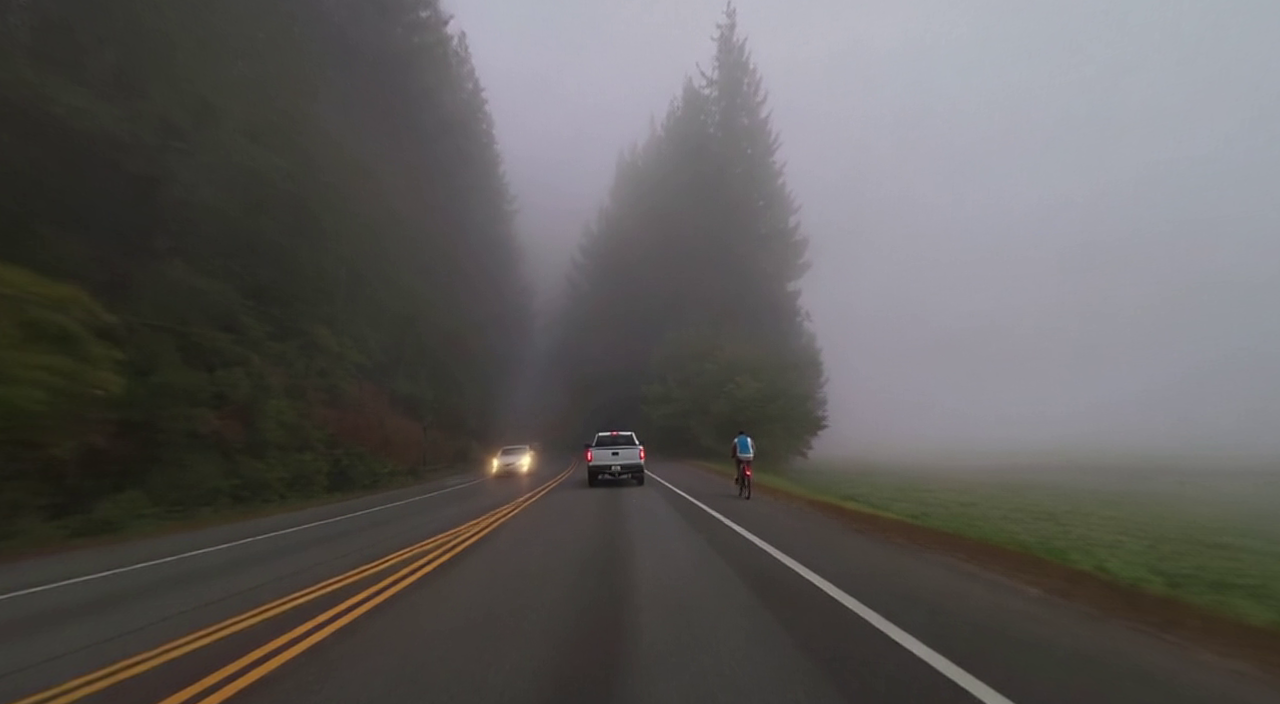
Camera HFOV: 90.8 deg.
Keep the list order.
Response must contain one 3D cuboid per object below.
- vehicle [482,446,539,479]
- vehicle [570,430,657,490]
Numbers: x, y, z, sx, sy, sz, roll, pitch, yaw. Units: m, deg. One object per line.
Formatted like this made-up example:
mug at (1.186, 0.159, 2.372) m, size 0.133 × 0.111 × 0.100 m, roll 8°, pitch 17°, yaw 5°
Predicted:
vehicle at (-6.514, 5.590, 32.281) m, size 2.118 × 1.513 × 4.602 m, roll 0°, pitch -8°, yaw -3°
vehicle at (-0.911, 3.700, 22.041) m, size 2.631 × 1.798 × 5.331 m, roll 0°, pitch -8°, yaw -2°
